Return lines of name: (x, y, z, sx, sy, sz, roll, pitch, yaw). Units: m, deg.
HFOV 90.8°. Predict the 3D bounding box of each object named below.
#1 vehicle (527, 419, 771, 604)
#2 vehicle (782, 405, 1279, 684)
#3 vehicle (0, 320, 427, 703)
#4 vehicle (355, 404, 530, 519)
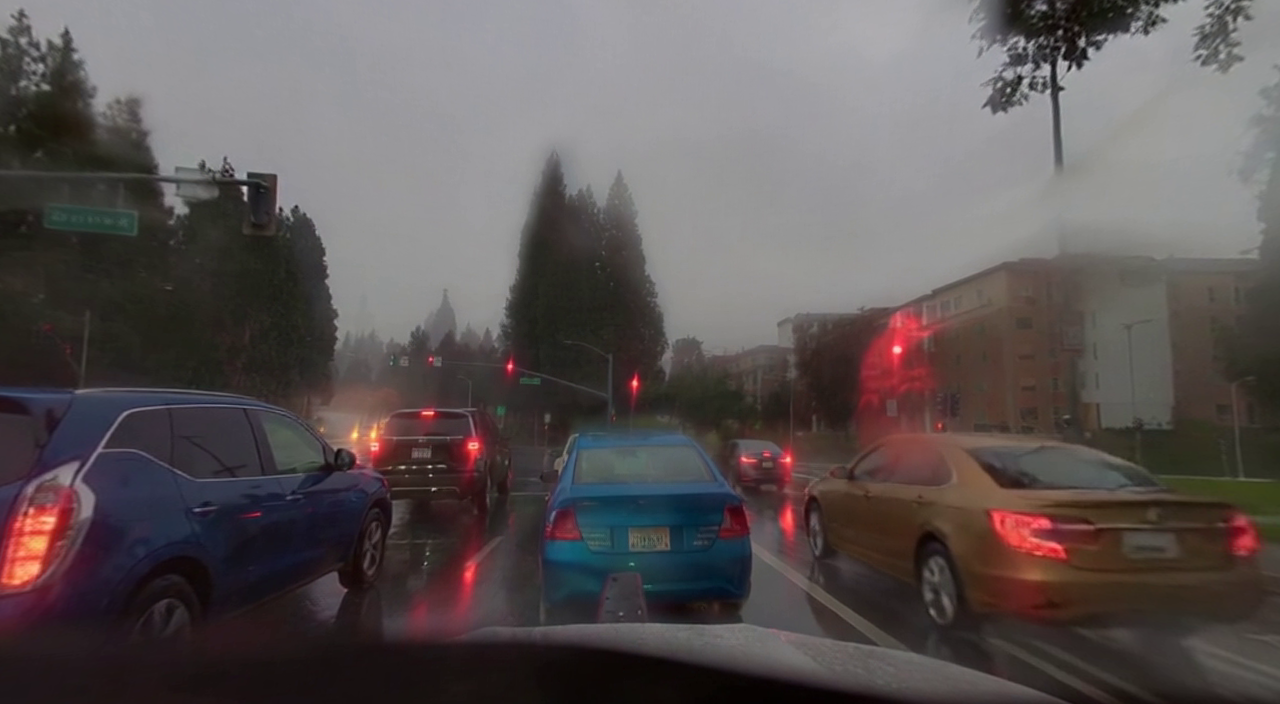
vehicle: (-0.061, 1.636, 7.456, 2.001, 1.483, 4.442, 0, -9, -4)
vehicle: (3.075, 1.418, 5.970, 2.100, 1.524, 4.746, 0, -9, -3)
vehicle: (-3.171, 1.055, 4.476, 1.924, 1.737, 4.387, 0, -9, -2)
vehicle: (-3.912, 2.312, 13.816, 2.305, 1.984, 5.586, 0, -8, -3)
